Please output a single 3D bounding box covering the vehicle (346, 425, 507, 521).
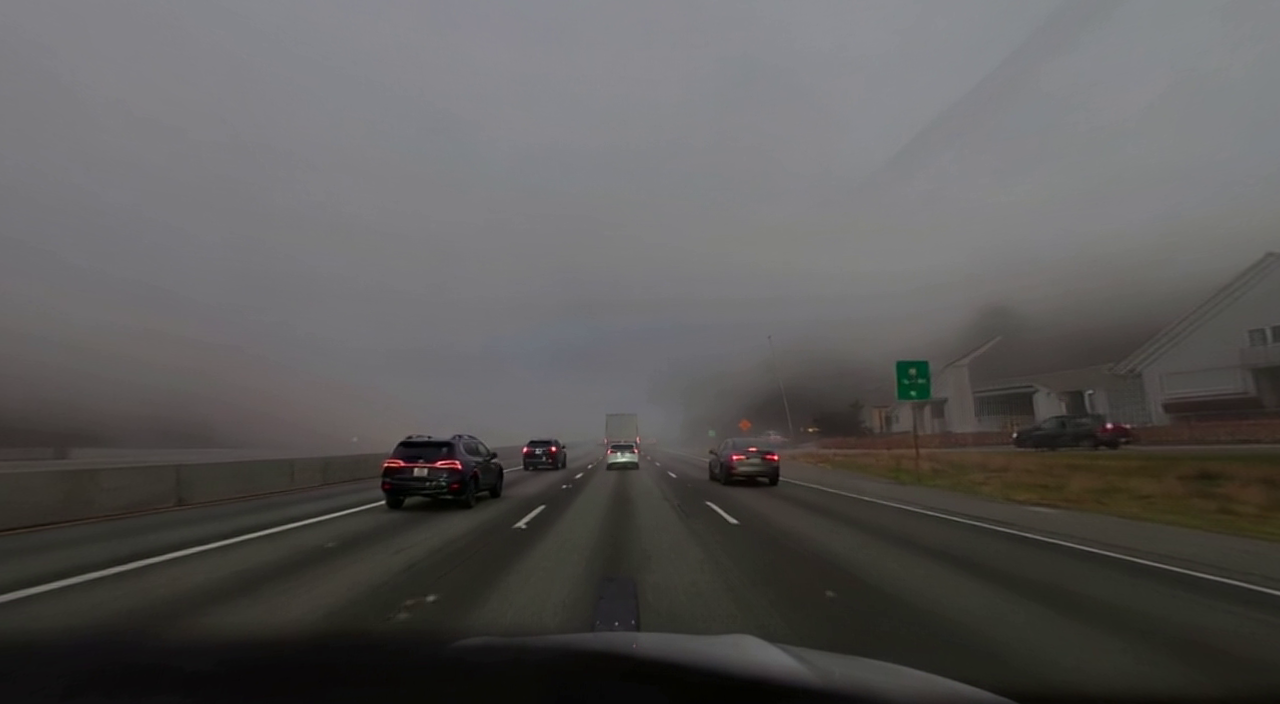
[{"bbox_3d":[-4.182,2.428,13.182,1.988,1.668,4.021,0,-8,-1],"label":"vehicle"}]

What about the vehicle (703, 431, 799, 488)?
[{"bbox_3d":[3.249,3.245,19.387,2.027,1.554,4.252,0,-8,-2],"label":"vehicle"}]

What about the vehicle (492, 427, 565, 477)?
[{"bbox_3d":[-4.734,4.348,27.720,2.301,1.944,5.482,0,-8,-1],"label":"vehicle"}]

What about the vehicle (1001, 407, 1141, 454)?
[{"bbox_3d":[16.561,3.107,24.581,2.048,1.674,4.106,2,-9,-11],"label":"vehicle"}]

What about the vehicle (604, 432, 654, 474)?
[{"bbox_3d":[-0.522,4.466,28.057,2.063,1.703,4.203,0,-8,-2],"label":"vehicle"}]
